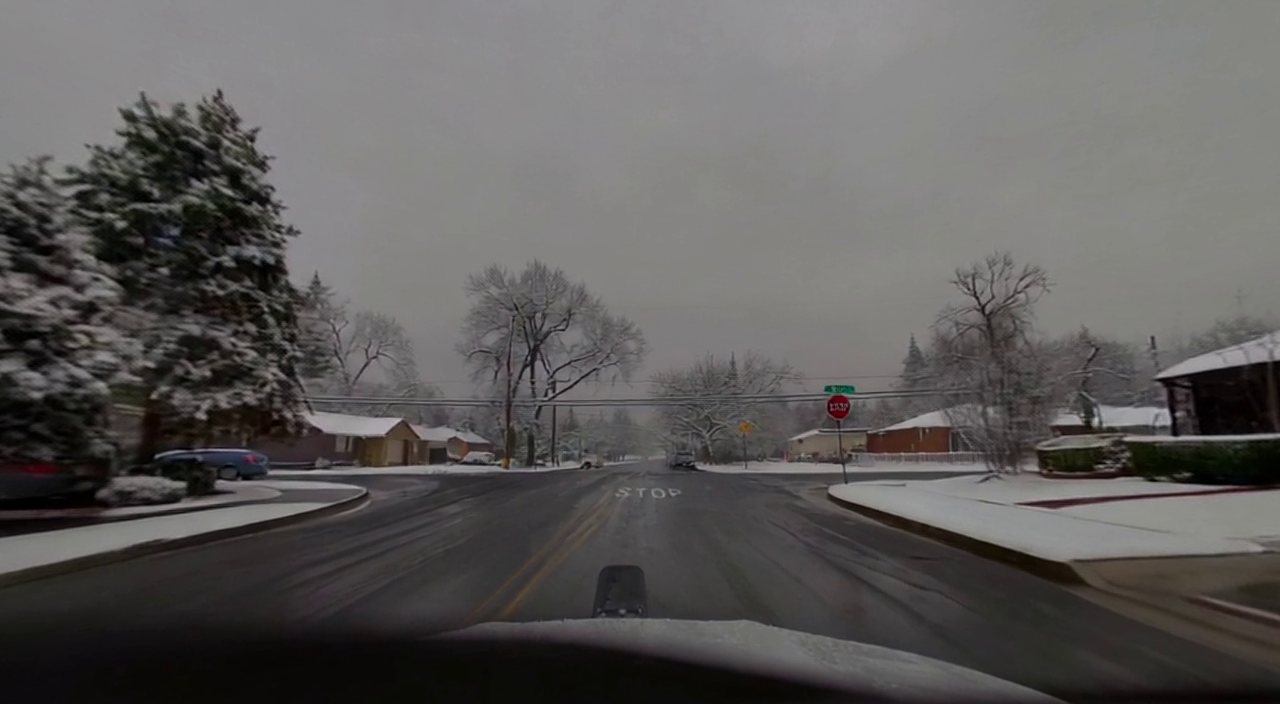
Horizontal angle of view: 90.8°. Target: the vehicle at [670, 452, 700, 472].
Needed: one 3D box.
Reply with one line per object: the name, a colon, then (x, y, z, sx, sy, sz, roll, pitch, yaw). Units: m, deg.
vehicle: (3.434, 8.541, 49.129, 2.046, 1.465, 3.940, 0, -9, 0)
